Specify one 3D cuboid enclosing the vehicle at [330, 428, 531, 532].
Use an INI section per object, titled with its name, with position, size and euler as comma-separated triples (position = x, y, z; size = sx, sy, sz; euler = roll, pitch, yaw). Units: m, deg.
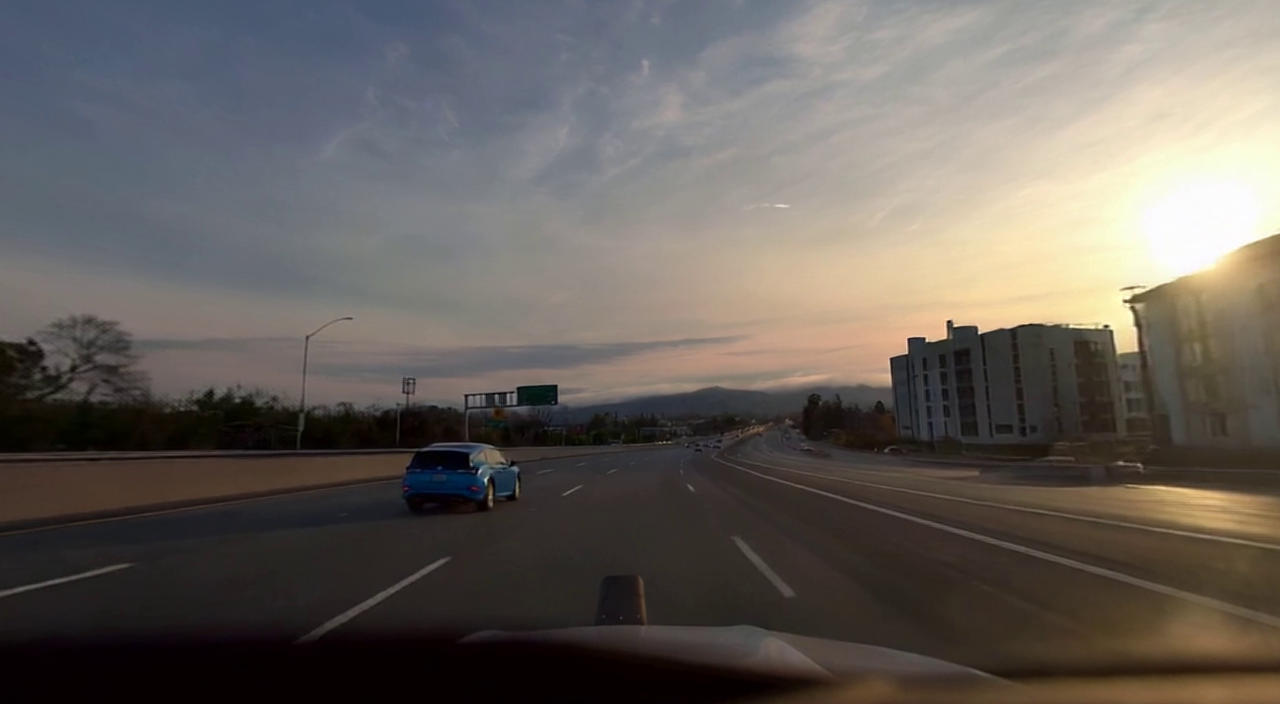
[vehicle]
position = -3.606, 2.313, 12.042
size = 2.087, 1.566, 4.756
euler = 0, -9, 2
